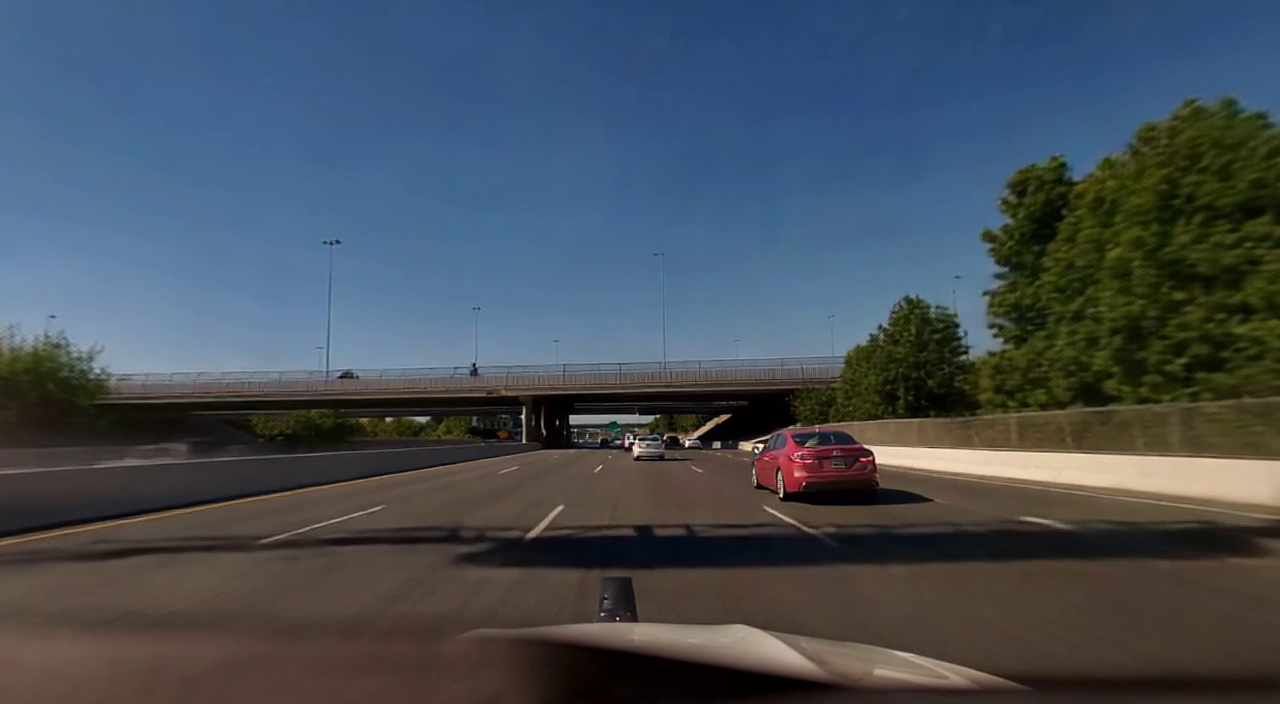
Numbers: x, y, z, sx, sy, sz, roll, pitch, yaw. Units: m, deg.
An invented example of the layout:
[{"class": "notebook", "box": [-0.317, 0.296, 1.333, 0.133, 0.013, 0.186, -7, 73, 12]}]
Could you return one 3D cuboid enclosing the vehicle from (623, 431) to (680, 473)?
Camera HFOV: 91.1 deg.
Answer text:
[{"class": "vehicle", "box": [0.389, 3.842, 24.480, 2.046, 1.467, 3.844, 0, -8, -1]}]
